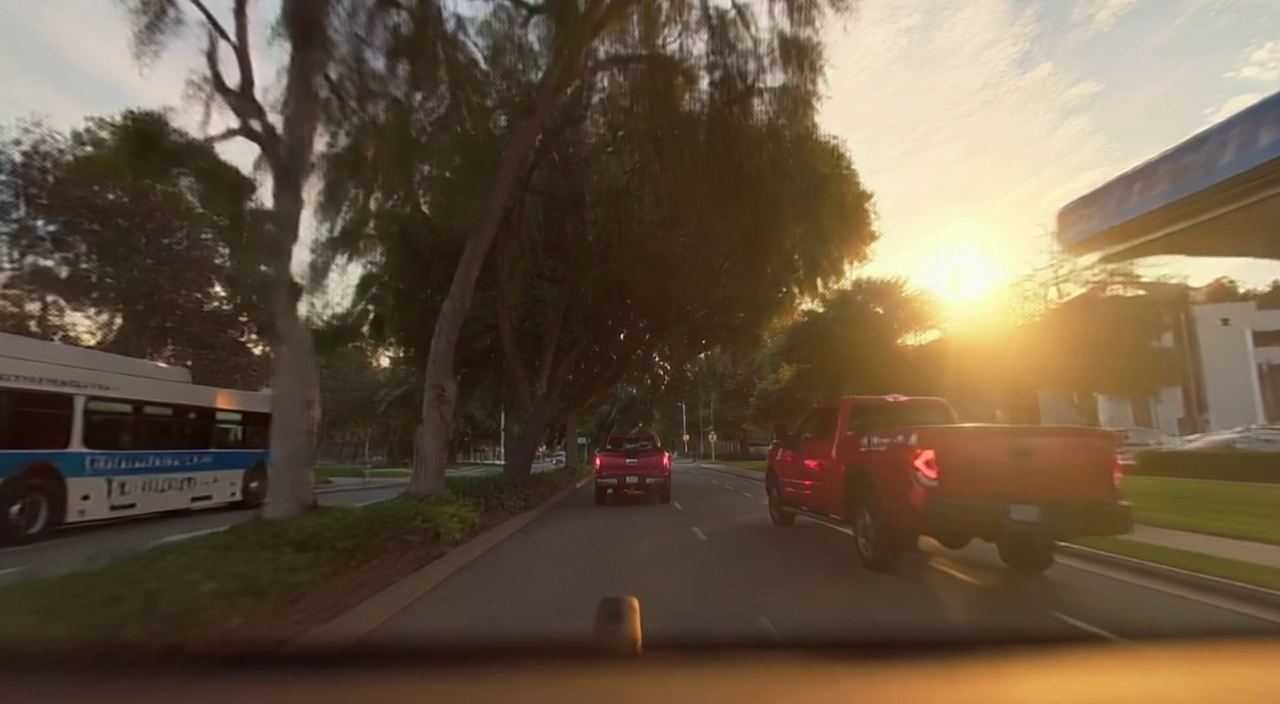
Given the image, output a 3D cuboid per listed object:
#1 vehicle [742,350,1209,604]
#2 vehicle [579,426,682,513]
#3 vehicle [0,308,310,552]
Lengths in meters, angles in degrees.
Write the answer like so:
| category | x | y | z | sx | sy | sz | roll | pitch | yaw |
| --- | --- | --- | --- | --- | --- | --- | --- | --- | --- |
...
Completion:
| category | x | y | z | sx | sy | sz | roll | pitch | yaw |
| --- | --- | --- | --- | --- | --- | --- | --- | --- | --- |
| vehicle | 3.672 | 1.691 | 9.616 | 2.802 | 2.303 | 7.582 | 0 | -9 | -1 |
| vehicle | -0.188 | 2.914 | 16.249 | 2.157 | 1.816 | 5.804 | 0 | -9 | 0 |
| vehicle | -12.229 | 1.844 | 14.150 | 2.996 | 4.022 | 12.692 | 0 | -9 | -1 |
